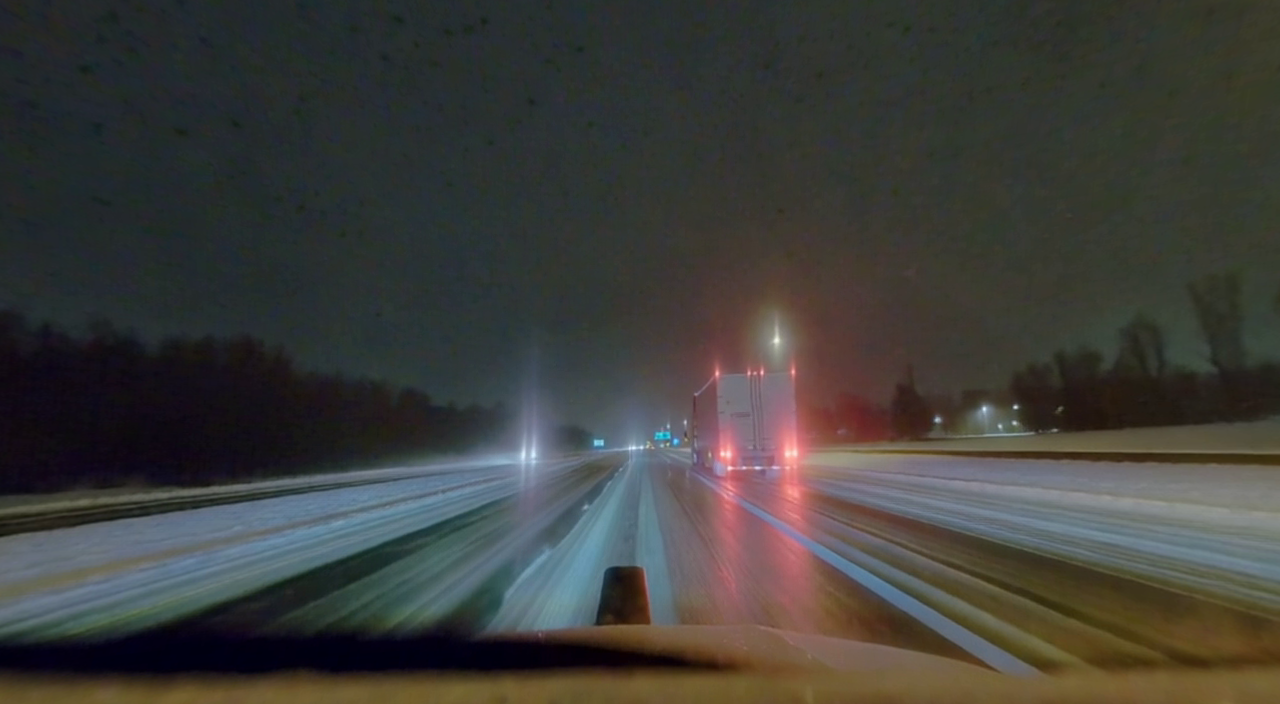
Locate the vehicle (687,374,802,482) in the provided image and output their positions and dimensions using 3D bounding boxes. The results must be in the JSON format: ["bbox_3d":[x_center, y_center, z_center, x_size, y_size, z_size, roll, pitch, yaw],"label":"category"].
[{"bbox_3d":[4.618,4.046,32.148,3.187,4.197,15.004,0,-8,-1],"label":"vehicle"}]
